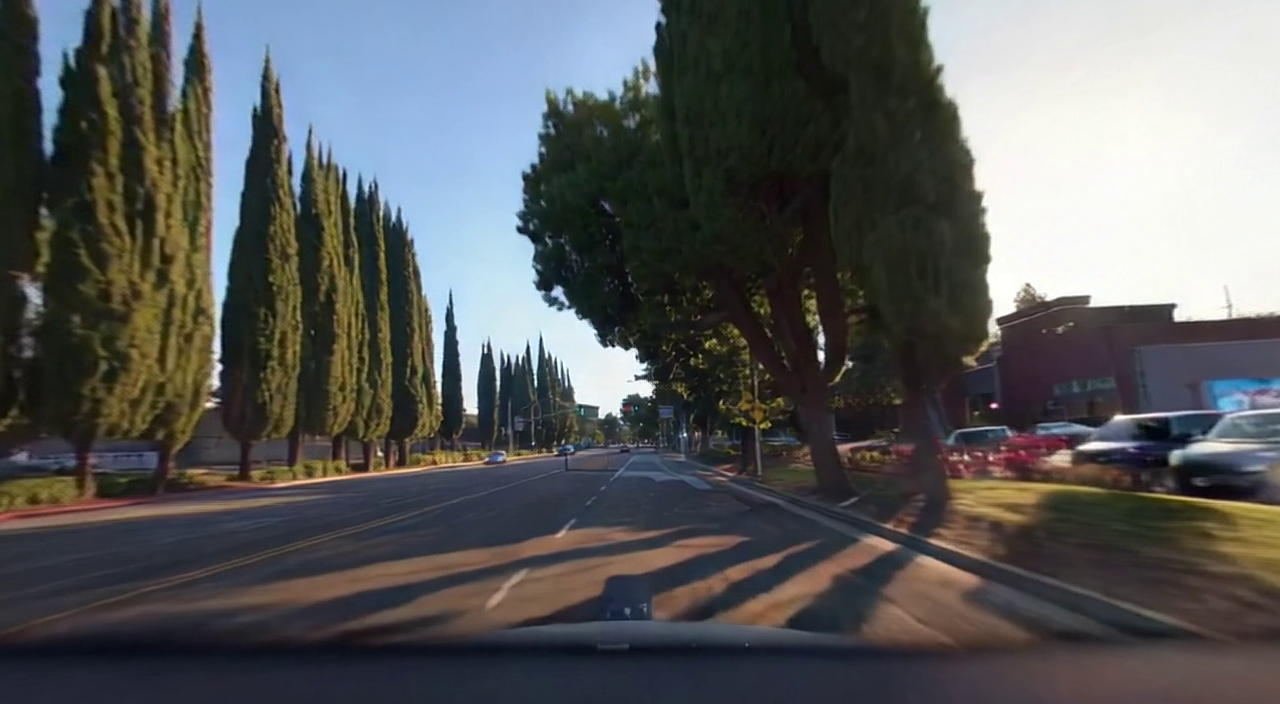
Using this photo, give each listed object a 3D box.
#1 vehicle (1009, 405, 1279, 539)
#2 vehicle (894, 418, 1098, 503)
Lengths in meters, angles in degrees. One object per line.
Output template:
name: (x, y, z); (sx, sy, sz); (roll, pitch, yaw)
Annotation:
vehicle: (8.016, 1.673, 9.403); (1.993, 1.476, 4.821); (0, -8, -1)
vehicle: (7.804, 2.479, 14.531); (1.896, 1.615, 4.778); (0, -9, 0)
